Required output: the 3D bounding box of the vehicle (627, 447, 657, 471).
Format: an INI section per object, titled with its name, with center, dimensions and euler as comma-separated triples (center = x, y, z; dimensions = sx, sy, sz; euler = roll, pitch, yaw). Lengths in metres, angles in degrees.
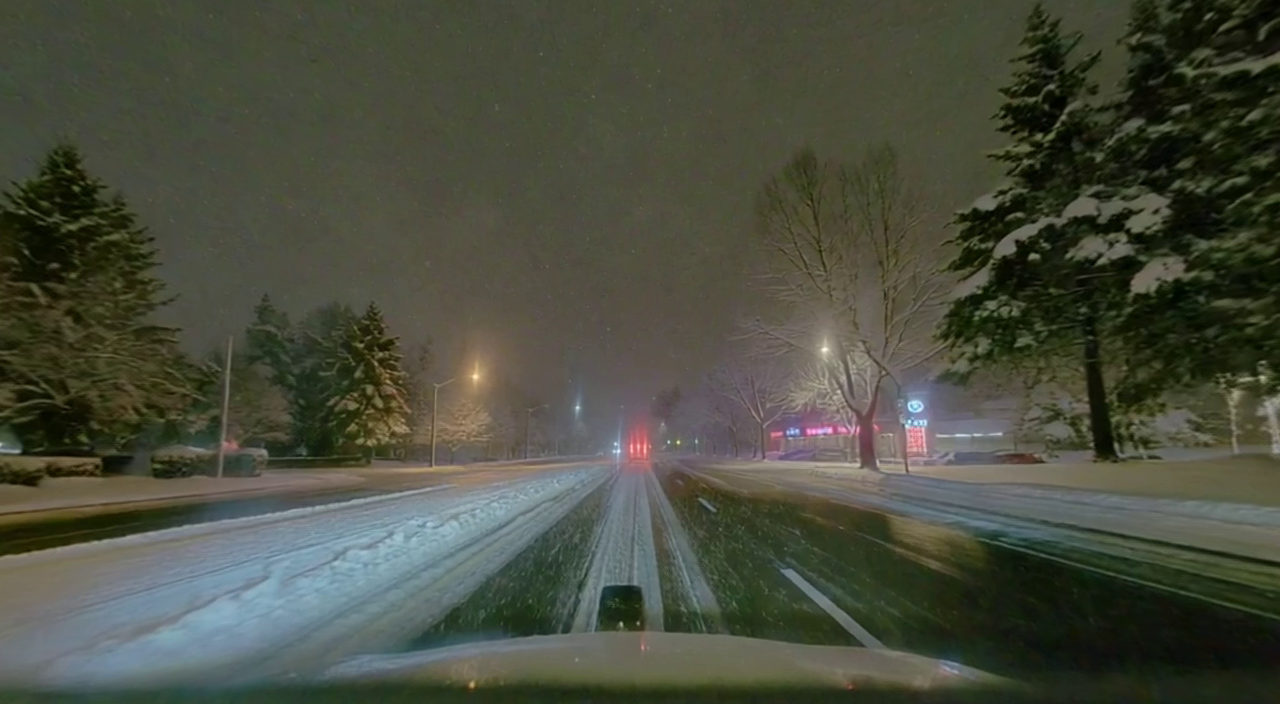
[vehicle]
center = 0.158, 7.852, 46.726
dimensions = 2.095, 1.647, 4.205
euler = 0, -8, 0
